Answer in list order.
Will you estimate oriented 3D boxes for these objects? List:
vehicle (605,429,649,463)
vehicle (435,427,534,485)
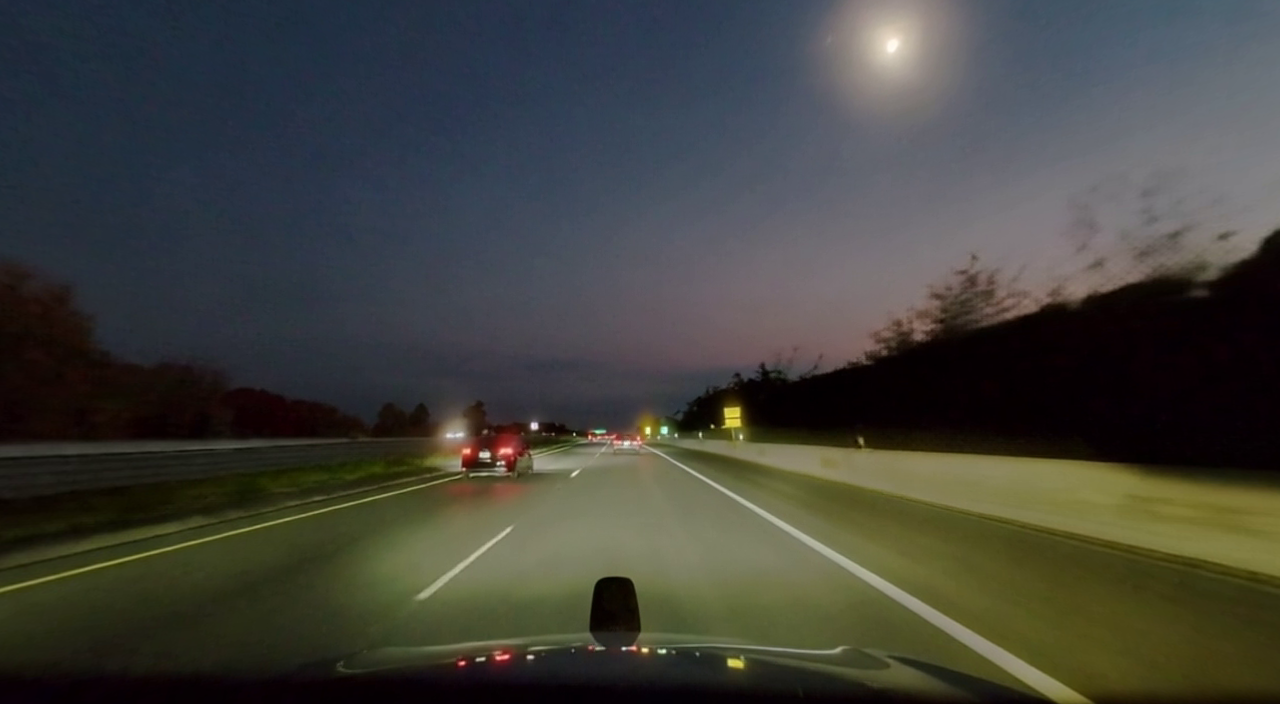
[{"bbox_3d":[-0.694,4.885,32.961,2.162,1.616,4.242,0,-8,-1],"label":"vehicle"},{"bbox_3d":[-4.509,3.061,18.930,1.975,1.518,4.242,0,-8,-1],"label":"vehicle"}]
